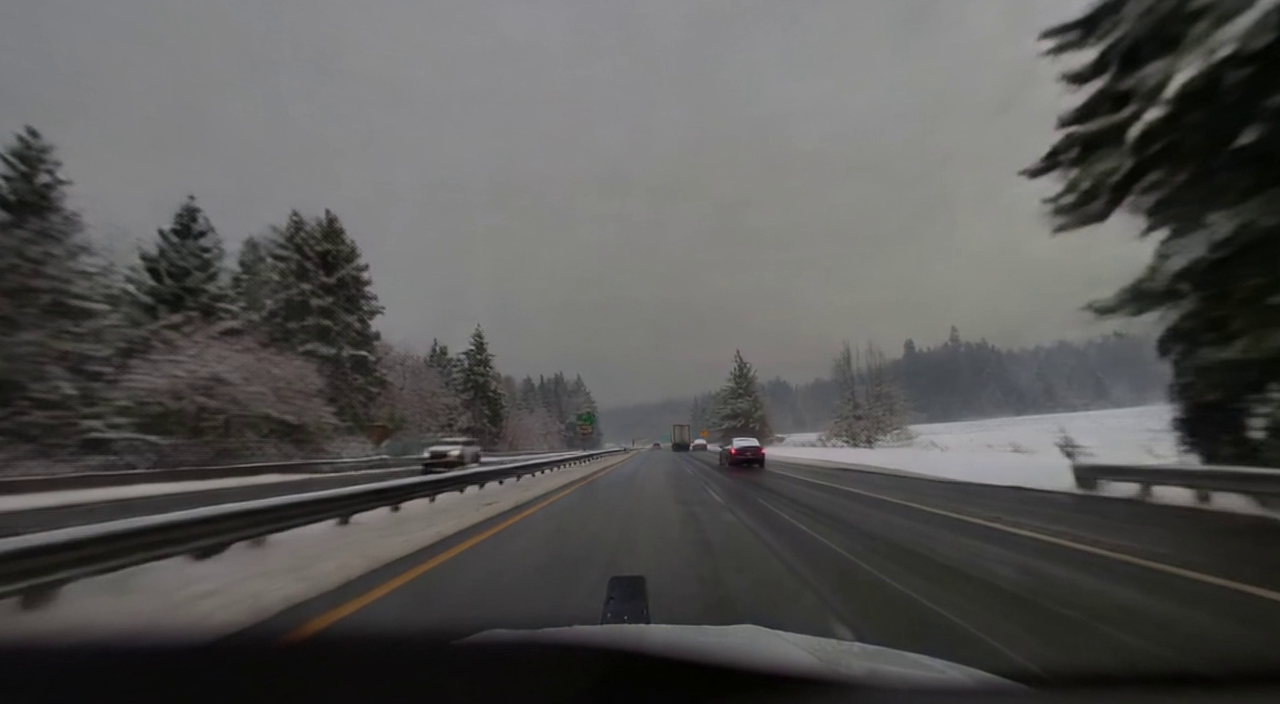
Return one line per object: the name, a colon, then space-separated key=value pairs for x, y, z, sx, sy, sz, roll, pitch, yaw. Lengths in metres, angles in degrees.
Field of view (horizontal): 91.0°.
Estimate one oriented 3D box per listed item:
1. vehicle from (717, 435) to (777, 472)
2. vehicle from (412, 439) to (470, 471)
vehicle: x=4.719 y=4.537 z=28.339 sx=1.954 sy=1.550 sz=4.140 roll=0 pitch=-8 yaw=0
vehicle: x=-11.960 y=6.202 z=38.091 sx=1.972 sy=1.787 sz=4.260 roll=-1 pitch=-8 yaw=1
